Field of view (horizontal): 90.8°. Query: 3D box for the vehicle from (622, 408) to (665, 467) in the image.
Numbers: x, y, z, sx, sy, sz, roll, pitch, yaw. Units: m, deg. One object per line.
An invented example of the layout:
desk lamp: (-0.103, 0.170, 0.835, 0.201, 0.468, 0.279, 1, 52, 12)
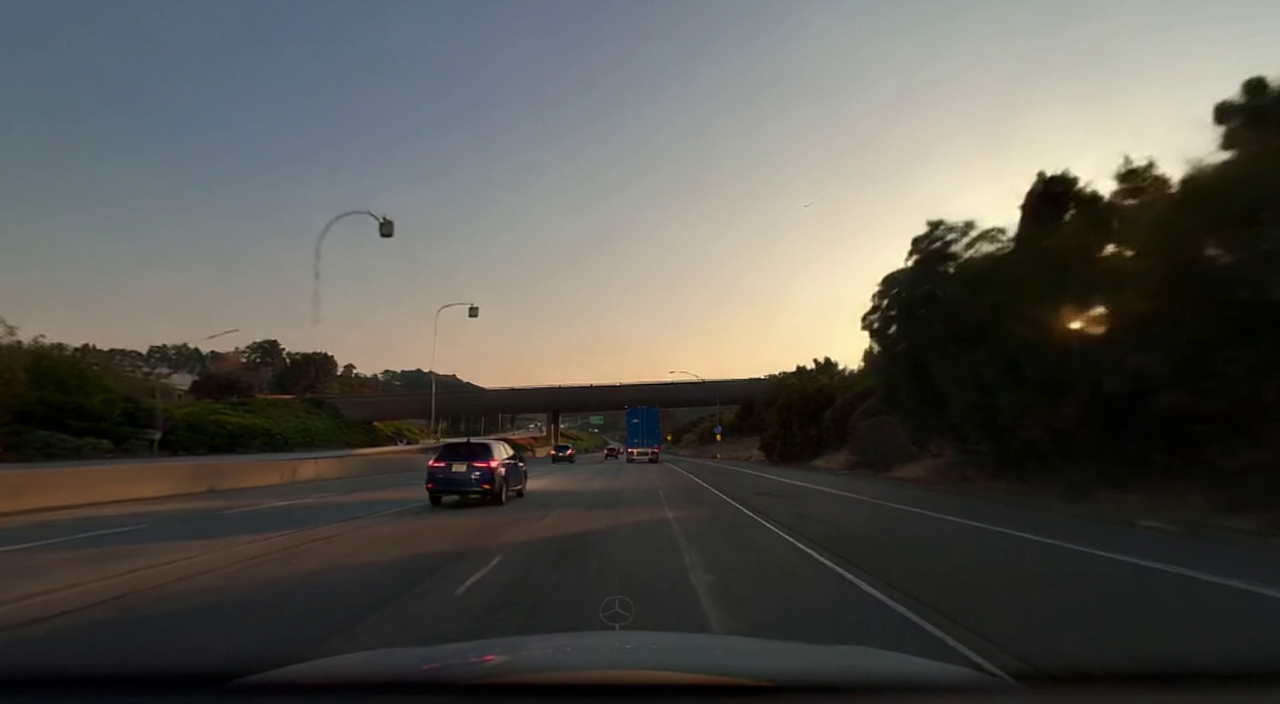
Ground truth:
vehicle: (0.332, 6.725, 49.198, 2.964, 4.063, 10.072, 0, -9, 1)

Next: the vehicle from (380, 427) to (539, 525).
vehicle: (-3.576, 2.549, 13.538, 2.077, 1.716, 4.514, 0, -9, 0)
